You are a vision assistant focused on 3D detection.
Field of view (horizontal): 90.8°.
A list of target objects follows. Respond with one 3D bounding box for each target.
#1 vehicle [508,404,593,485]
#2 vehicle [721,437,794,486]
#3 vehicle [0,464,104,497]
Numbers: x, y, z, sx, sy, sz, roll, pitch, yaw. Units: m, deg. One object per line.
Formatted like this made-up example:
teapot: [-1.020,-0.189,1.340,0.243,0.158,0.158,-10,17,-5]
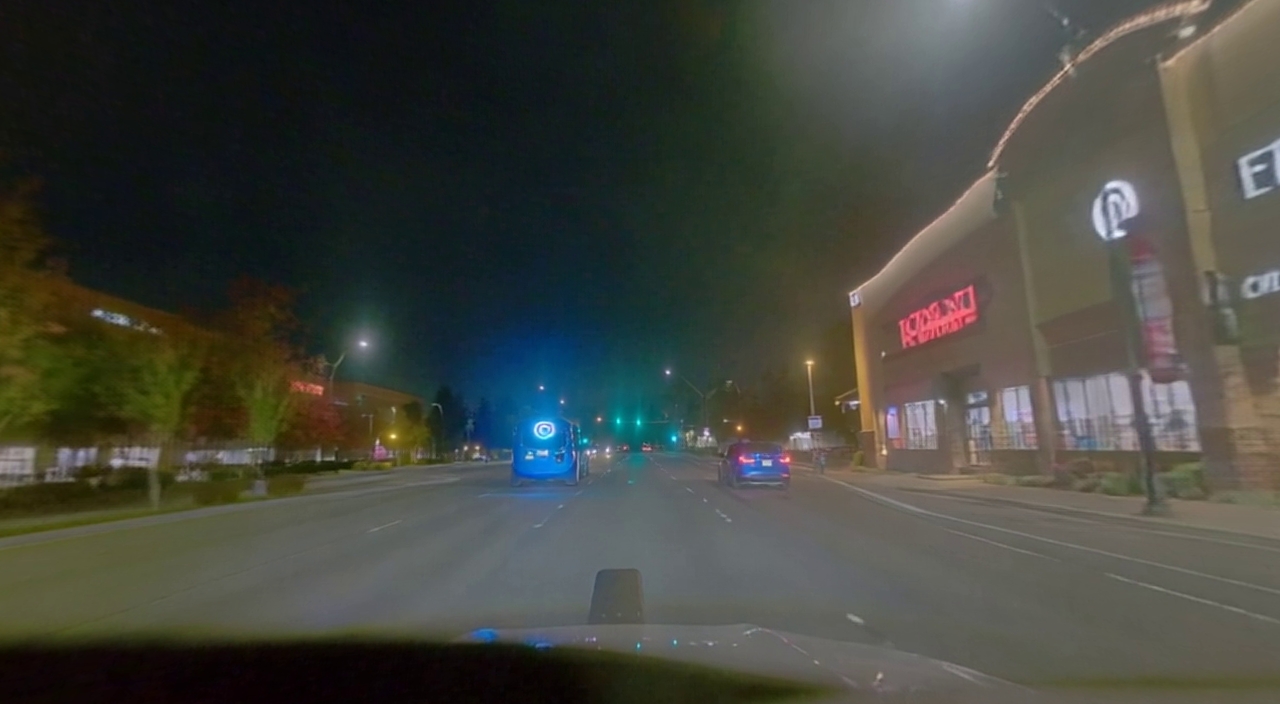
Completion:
vehicle: [-3.338,3.672,25.009,2.443,2.784,5.862,0,-9,1]
vehicle: [4.294,4.066,23.755,1.869,1.646,4.166,0,-9,-1]
vehicle: [-31.404,6.793,33.454,4.225,1.449,1.819,1,-9,-28]
